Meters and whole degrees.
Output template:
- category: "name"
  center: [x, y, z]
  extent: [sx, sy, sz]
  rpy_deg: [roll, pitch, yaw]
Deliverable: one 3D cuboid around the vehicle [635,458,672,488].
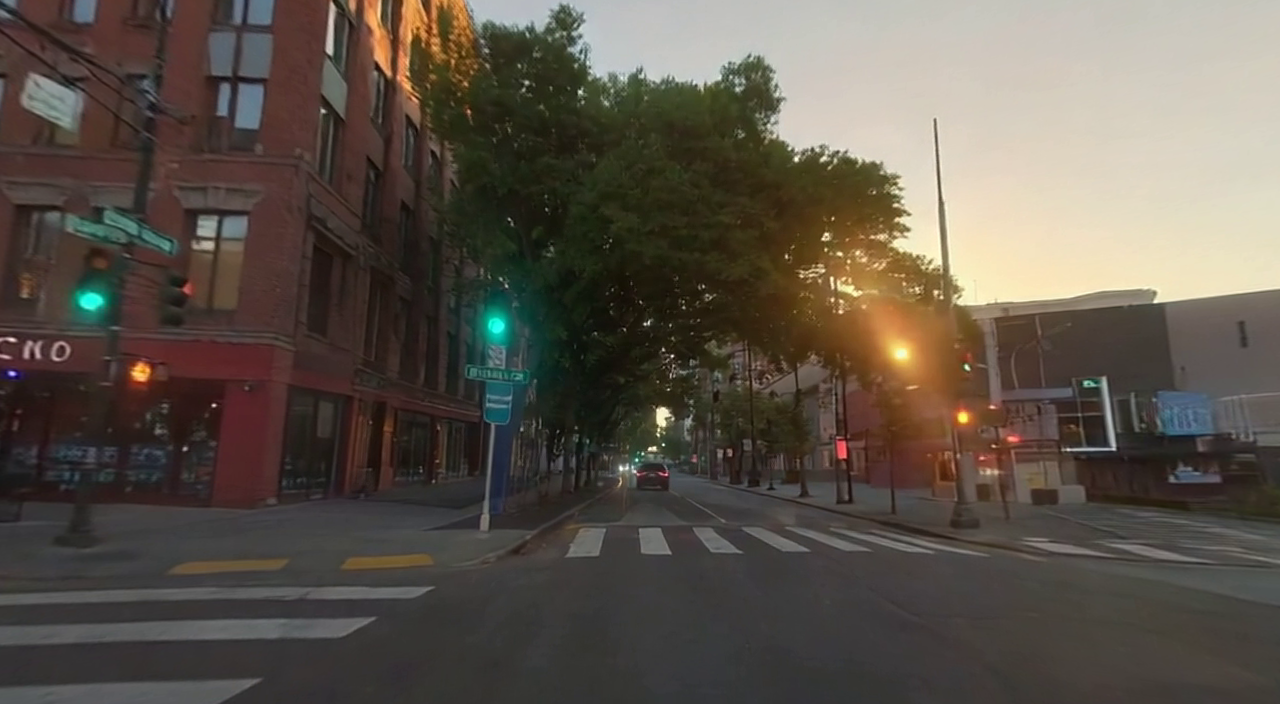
- category: "vehicle"
  center: [0.770, 7.081, 37.113]
  extent: [2.079, 1.621, 3.861]
  rpy_deg: [0, -9, 0]
